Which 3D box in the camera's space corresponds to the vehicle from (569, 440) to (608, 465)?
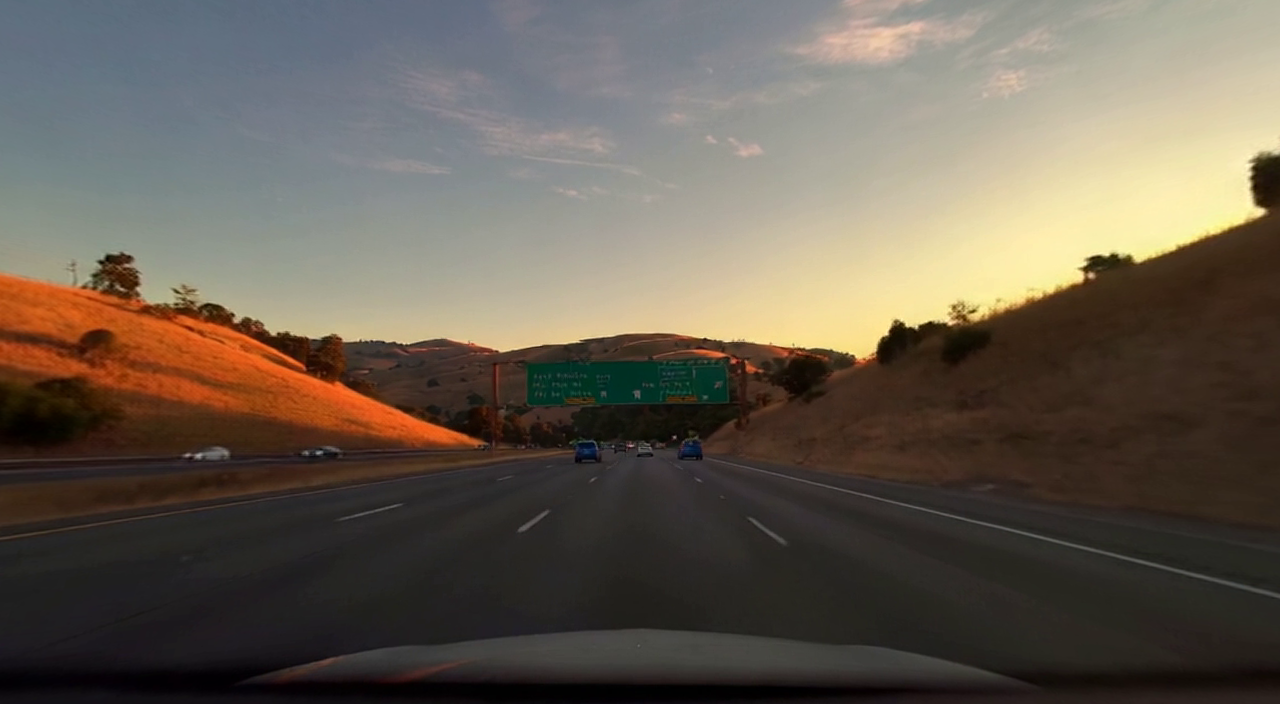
[{"bbox_3d":[-3.381,6.690,42.032,2.159,1.562,4.441,0,-8,1],"label":"vehicle"}]
